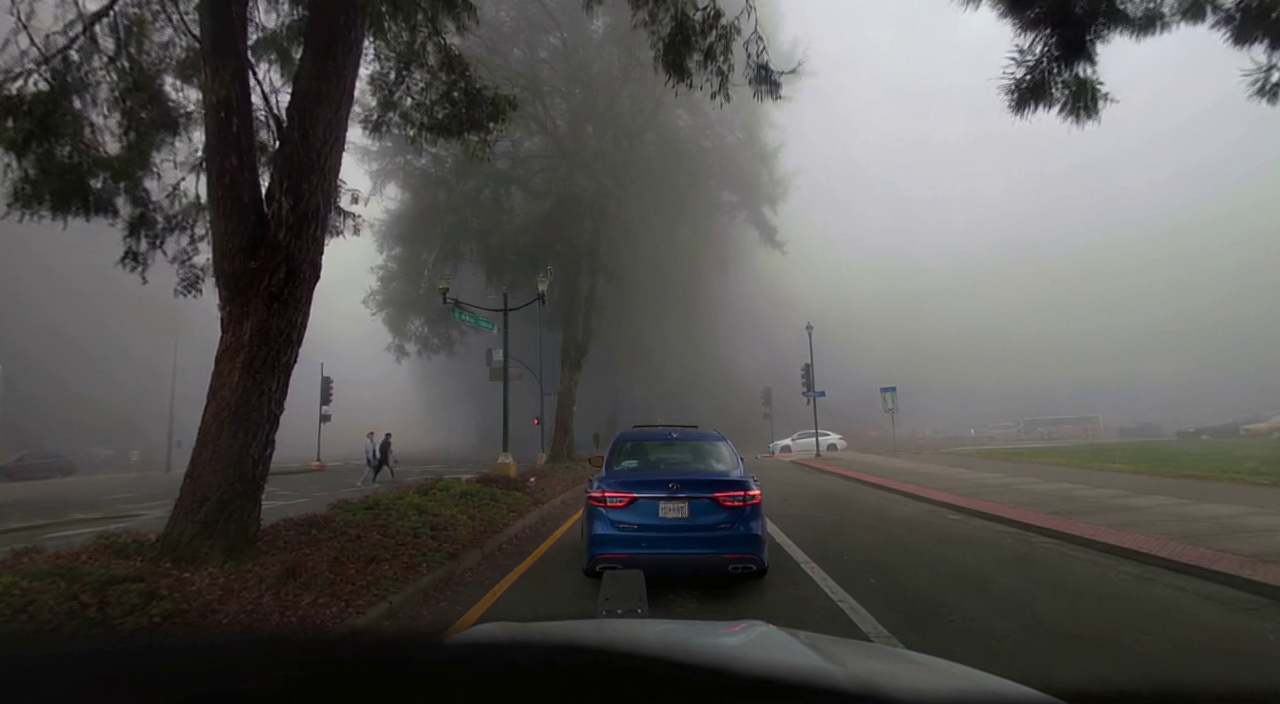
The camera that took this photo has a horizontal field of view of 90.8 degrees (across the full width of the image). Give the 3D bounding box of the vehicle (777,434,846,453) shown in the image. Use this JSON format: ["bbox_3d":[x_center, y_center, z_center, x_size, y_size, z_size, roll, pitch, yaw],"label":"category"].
[{"bbox_3d":[13.342,7.138,49.311,4.830,1.461,1.883,0,-8,2],"label":"vehicle"}]

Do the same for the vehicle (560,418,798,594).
[{"bbox_3d":[0.370,1.610,7.391,2.035,1.499,3.799,0,-8,1],"label":"vehicle"}]
